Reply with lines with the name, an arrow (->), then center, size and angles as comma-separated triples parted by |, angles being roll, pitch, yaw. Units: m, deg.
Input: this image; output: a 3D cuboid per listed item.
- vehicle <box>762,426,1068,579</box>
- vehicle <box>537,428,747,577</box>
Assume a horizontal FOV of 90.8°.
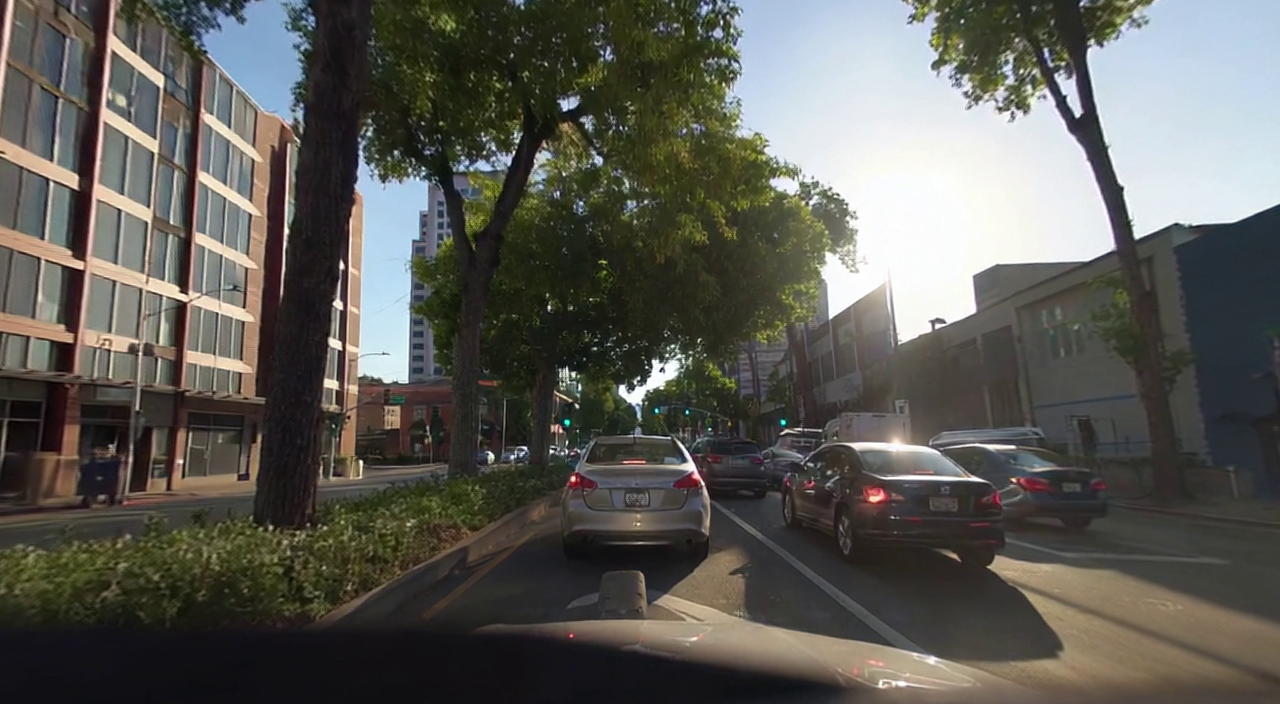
vehicle -> 3.154, 1.815, 8.532 | 1.995, 1.483, 4.533 | 0, -8, -1
vehicle -> -0.024, 1.817, 8.462 | 2.105, 1.474, 4.127 | 0, -8, -1
